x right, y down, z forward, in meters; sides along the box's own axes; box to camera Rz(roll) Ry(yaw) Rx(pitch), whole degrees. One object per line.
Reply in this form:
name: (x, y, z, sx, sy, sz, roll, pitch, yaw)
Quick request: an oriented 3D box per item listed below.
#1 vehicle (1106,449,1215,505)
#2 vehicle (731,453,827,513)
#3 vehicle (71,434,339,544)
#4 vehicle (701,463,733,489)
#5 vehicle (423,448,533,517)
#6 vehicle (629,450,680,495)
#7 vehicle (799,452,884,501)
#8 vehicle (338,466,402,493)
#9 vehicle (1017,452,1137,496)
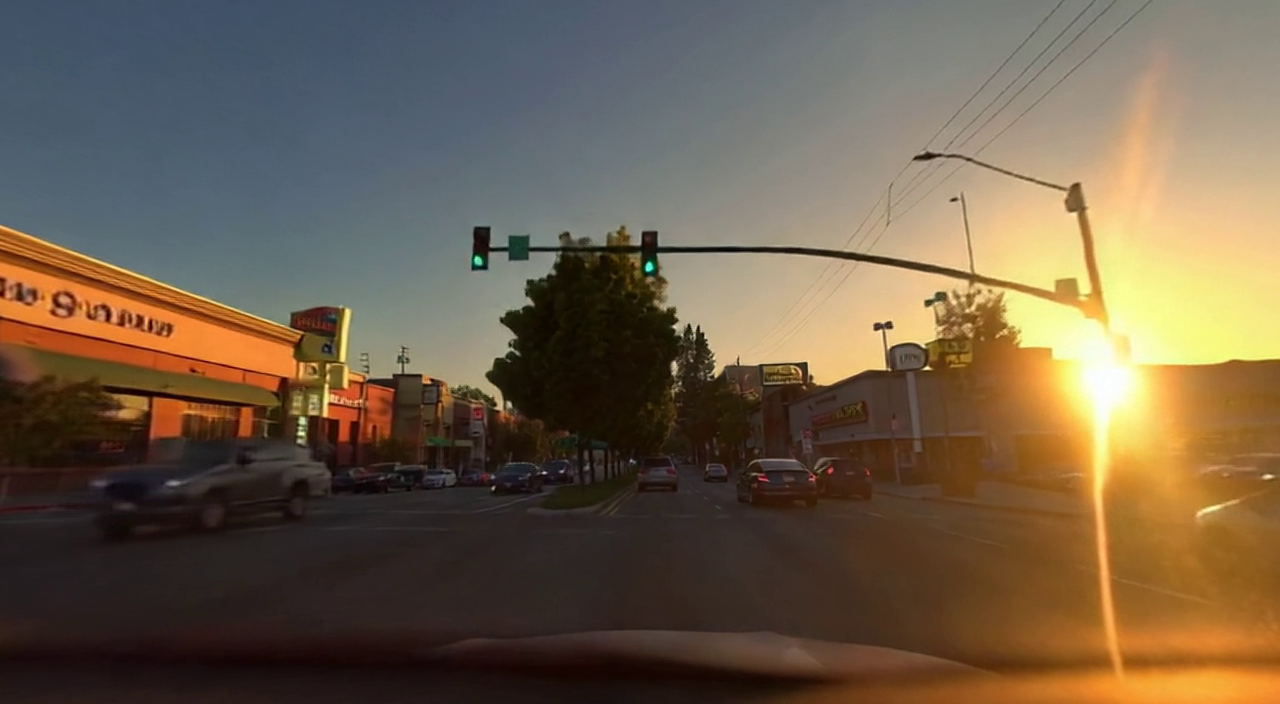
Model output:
vehicle: (16.049, 3.731, 19.360, 2.052, 1.399, 4.373, -7, -10, 44)
vehicle: (4.008, 3.838, 19.037, 1.963, 1.484, 4.609, 0, -8, 2)
vehicle: (-8.399, 2.632, 12.915, 2.065, 1.805, 4.668, 0, -8, 1)
vehicle: (5.846, 9.425, 48.193, 2.036, 1.719, 4.318, 0, -8, 2)
vehicle: (-4.675, 3.787, 18.931, 2.041, 1.494, 4.647, -2, -6, 1)
vehicle: (0.705, 5.544, 29.426, 2.210, 1.861, 4.280, 0, -8, 2)
vehicle: (7.990, 4.943, 25.477, 2.040, 1.738, 4.414, 0, -8, 1)
vehicle: (-17.839, 8.516, 41.978, 2.018, 1.608, 4.882, 0, -12, 1)
vehicle: (16.339, 4.479, 23.483, 4.964, 1.453, 2.184, 8, -11, -38)
